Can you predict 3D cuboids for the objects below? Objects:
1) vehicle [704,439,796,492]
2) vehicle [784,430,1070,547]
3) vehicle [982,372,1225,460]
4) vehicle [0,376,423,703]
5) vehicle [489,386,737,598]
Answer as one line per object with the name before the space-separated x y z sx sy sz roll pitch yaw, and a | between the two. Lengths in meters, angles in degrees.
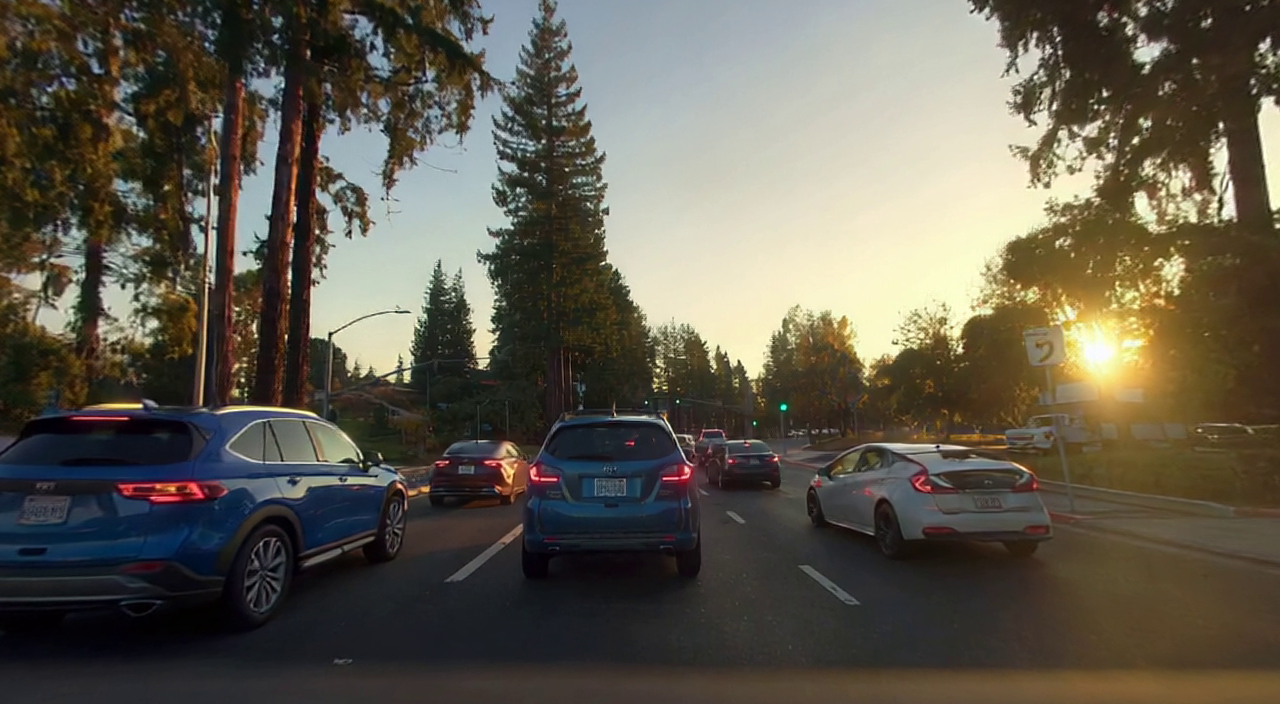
vehicle | 3.271 3.466 19.686 1.996 1.443 4.270 0 -8 -1
vehicle | 4.302 2.107 10.557 2.036 1.480 4.659 1 -9 -9
vehicle | 17.889 2.539 24.681 7.314 3.230 2.680 0 -8 -2
vehicle | -3.709 1.298 5.493 2.039 1.709 4.265 0 -8 1
vehicle | -0.224 1.535 7.758 2.132 1.816 4.471 0 -8 0
